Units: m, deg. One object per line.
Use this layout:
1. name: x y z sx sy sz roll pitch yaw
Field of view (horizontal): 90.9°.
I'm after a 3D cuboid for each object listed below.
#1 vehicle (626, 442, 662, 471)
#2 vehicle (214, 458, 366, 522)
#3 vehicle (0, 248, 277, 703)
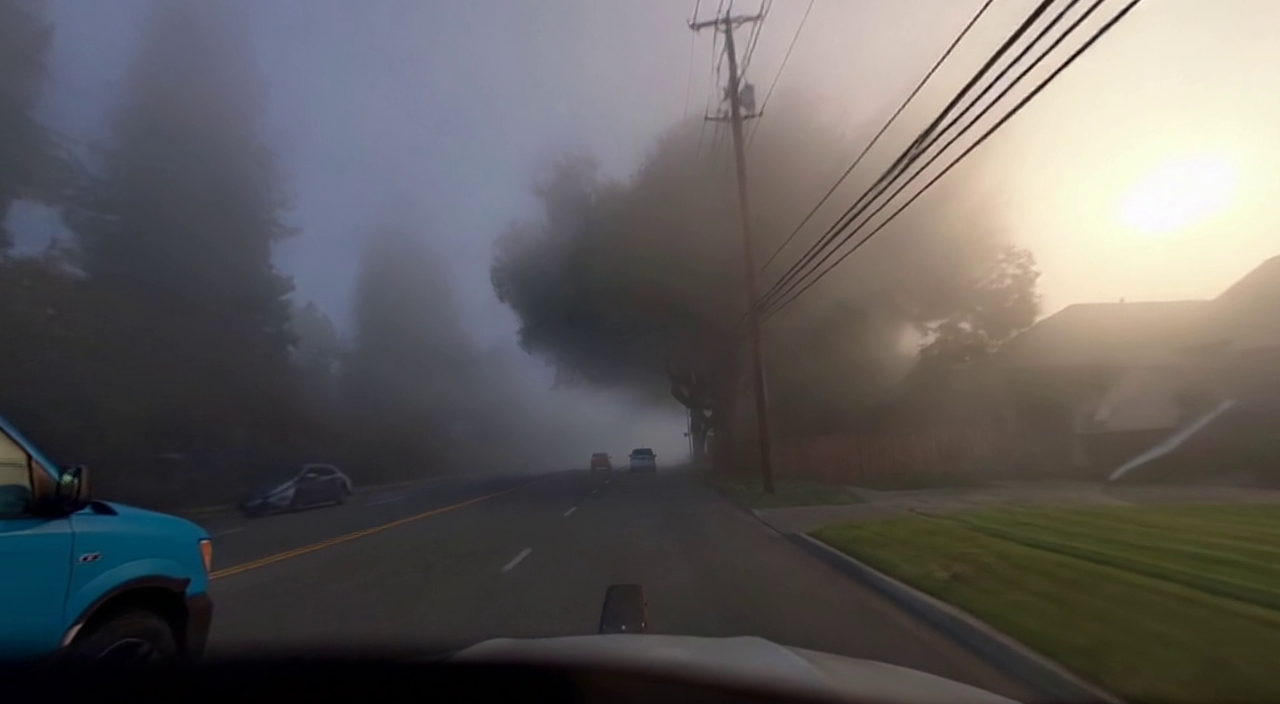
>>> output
1. vehicle: 0.282 6.560 39.580 2.120 1.718 3.909 0 -9 1
2. vehicle: -10.169 3.993 18.784 2.005 1.471 4.330 -4 -9 1
3. vehicle: -3.585 0.502 1.091 2.336 2.152 5.866 0 -9 1
